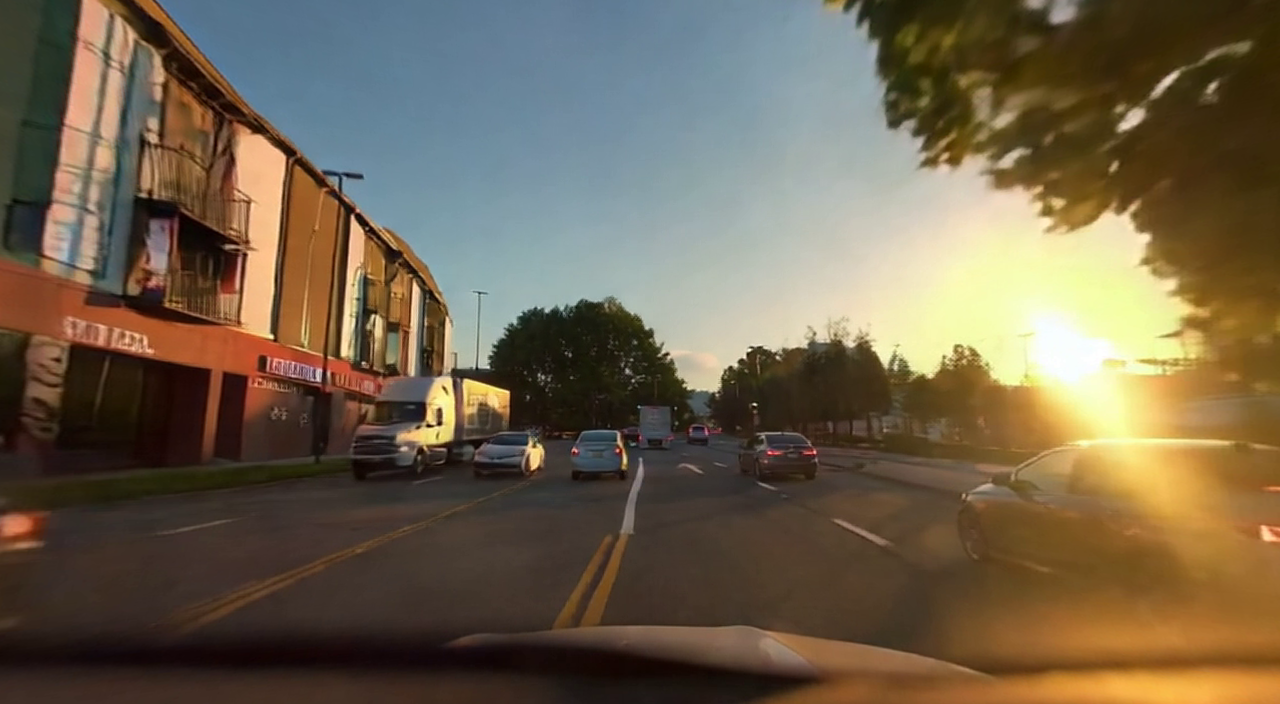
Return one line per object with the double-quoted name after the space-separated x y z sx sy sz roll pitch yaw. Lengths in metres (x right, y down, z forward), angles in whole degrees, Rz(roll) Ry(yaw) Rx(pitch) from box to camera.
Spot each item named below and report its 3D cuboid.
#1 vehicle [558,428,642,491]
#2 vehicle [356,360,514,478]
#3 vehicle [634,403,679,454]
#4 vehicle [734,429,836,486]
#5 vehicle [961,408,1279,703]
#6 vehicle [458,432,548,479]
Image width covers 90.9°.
-0.986 2.801 16.787 1.991 1.472 3.518 0 -8 -1 "vehicle"
-7.703 2.859 25.683 2.986 3.821 10.059 0 -8 0 "vehicle"
1.096 5.674 46.350 2.917 3.482 6.946 0 -8 -2 "vehicle"
4.095 3.022 18.480 1.889 1.480 3.876 1 -8 -3 "vehicle"
3.863 1.034 3.221 2.081 1.434 4.833 0 -8 3 "vehicle"
-4.499 3.458 21.423 1.964 1.428 4.481 0 -8 1 "vehicle"
